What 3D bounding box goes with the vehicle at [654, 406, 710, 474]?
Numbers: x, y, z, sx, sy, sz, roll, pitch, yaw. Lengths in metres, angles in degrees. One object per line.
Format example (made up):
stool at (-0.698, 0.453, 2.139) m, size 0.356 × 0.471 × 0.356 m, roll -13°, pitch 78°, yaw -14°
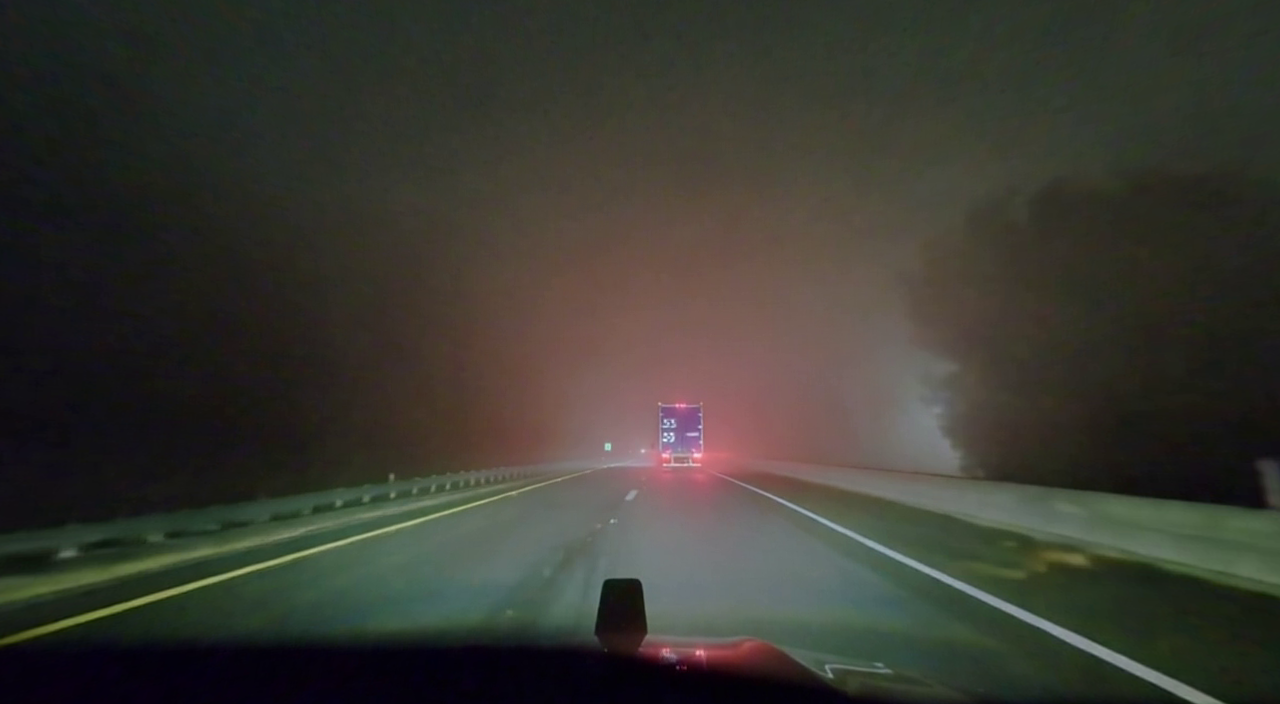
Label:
vehicle at (2.458, 5.676, 40.165) m, size 3.107 × 3.718 × 10.231 m, roll 0°, pitch -9°, yaw 1°
